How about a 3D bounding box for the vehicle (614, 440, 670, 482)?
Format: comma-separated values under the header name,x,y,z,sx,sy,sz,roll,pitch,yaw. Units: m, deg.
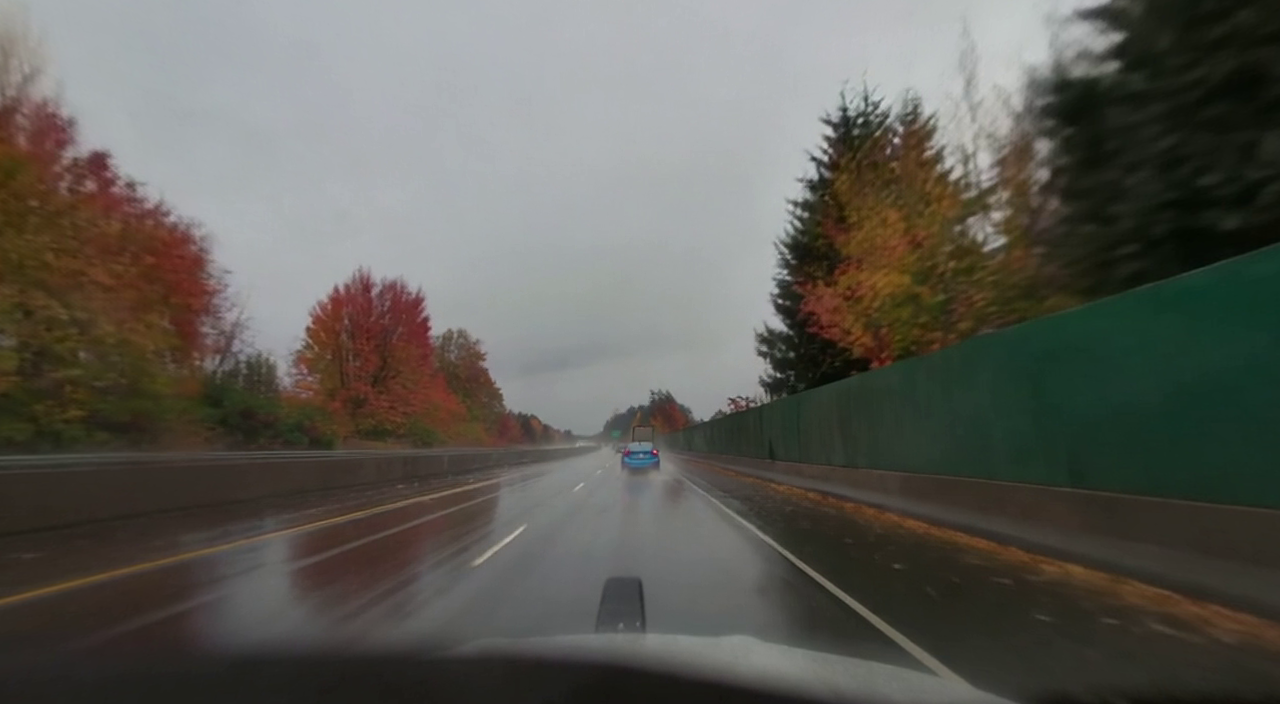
name,x,y,z,sx,sy,sz,roll,pitch,yaw
vehicle,0.029,4.316,25.293,2.057,1.516,4.065,0,-8,-1
